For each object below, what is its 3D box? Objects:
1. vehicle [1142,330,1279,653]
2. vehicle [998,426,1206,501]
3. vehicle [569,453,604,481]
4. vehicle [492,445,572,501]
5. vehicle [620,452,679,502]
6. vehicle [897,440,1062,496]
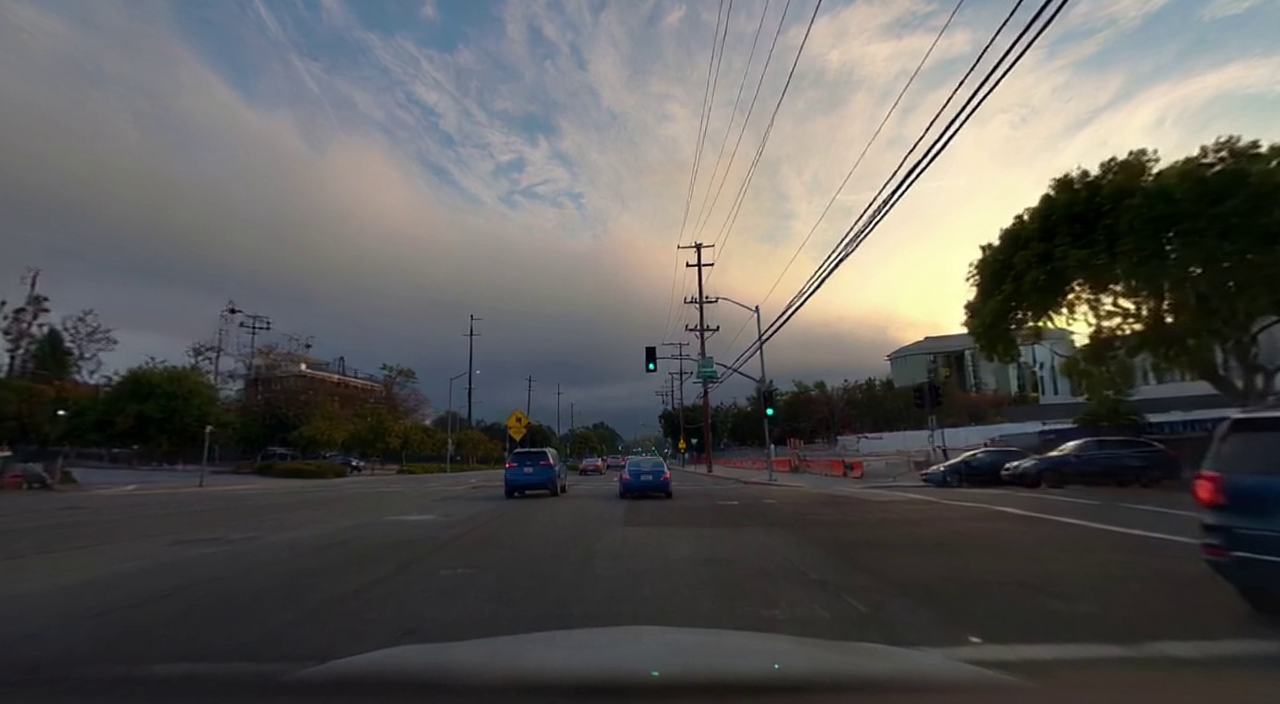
[{"bbox_3d":[6.785,1.159,5.966,2.458,2.149,5.577,-6,-10,33],"label":"vehicle"},{"bbox_3d":[13.859,3.357,19.076,4.623,2.090,2.017,0,-9,-1],"label":"vehicle"},{"bbox_3d":[-3.558,7.783,42.640,1.910,1.713,4.786,-1,-9,1],"label":"vehicle"},{"bbox_3d":[-3.772,4.311,22.804,2.078,1.804,4.387,-1,-9,1],"label":"vehicle"},{"bbox_3d":[0.320,4.714,24.128,2.059,1.691,3.980,0,-9,0],"label":"vehicle"},{"bbox_3d":[12.135,4.162,22.776,4.551,1.759,2.320,-3,-9,5],"label":"vehicle"}]
